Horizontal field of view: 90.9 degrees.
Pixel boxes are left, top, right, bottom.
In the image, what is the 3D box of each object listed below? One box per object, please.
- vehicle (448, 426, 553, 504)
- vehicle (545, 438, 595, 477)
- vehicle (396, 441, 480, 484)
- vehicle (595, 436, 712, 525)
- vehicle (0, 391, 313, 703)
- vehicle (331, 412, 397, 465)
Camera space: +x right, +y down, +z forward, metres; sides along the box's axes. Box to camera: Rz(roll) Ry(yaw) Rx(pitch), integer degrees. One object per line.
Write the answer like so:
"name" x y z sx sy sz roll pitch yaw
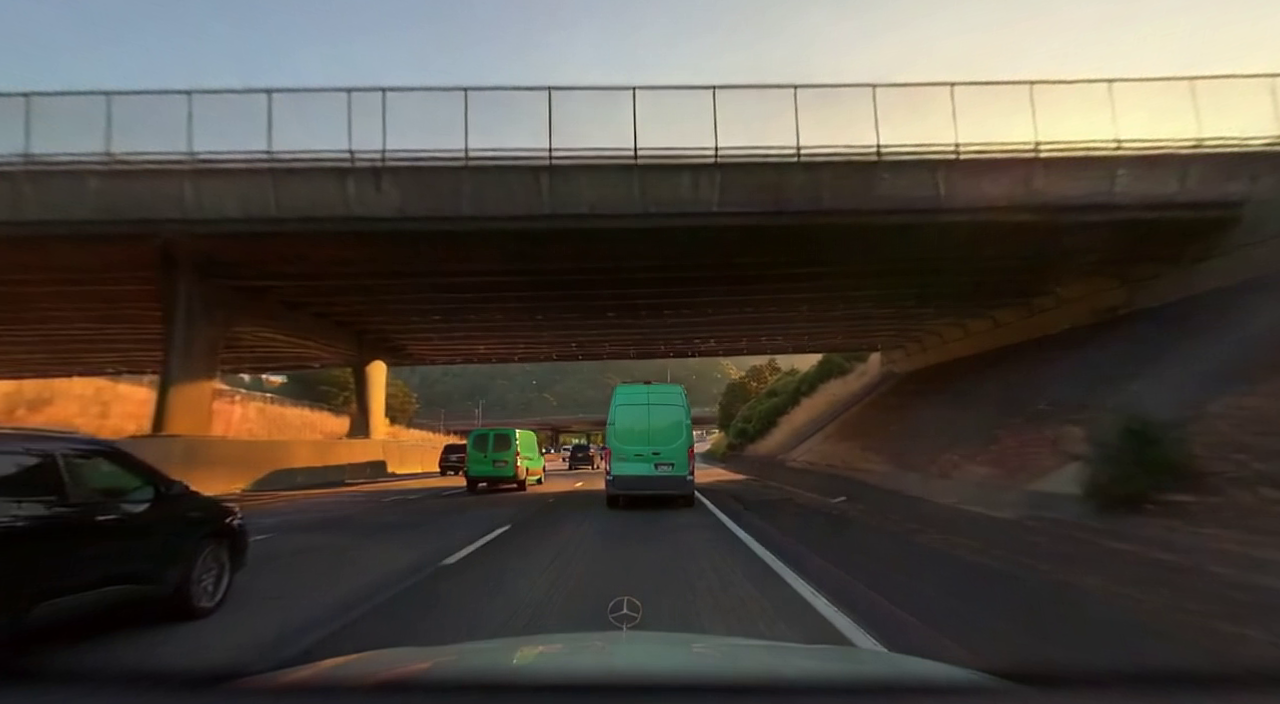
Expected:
"vehicle" -3.679 3.073 17.416 1.951 1.882 3.979 0 -9 0
"vehicle" -3.517 5.431 32.488 2.068 1.862 4.234 0 -9 1
"vehicle" -8.373 4.613 26.554 2.093 1.675 4.233 0 -9 0
"vehicle" 0.220 2.479 12.559 1.991 1.507 3.391 0 -9 0
"vehicle" -3.803 1.091 3.664 1.845 1.554 3.565 0 -9 0
"vehicle" -18.882 5.956 43.315 2.996 3.451 2.930 0 -9 1
